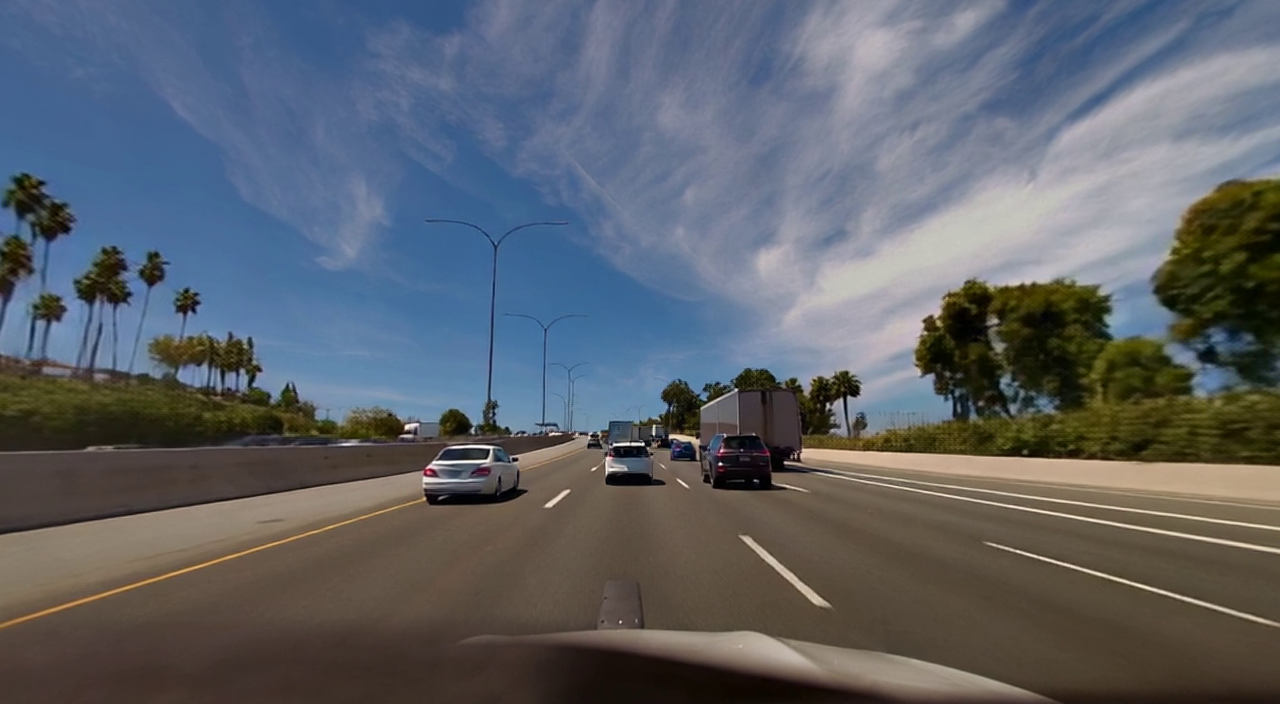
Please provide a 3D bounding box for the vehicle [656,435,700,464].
[{"bbox_3d":[2.492,6.625,42.965,2.476,1.843,5.652,0,-8,-1],"label":"vehicle"}]

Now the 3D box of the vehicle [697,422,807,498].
[{"bbox_3d":[3.011,3.042,18.075,2.173,1.870,4.499,0,-8,-2],"label":"vehicle"}]

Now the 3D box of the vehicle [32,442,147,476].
[{"bbox_3d":[-30.434,5.887,35.053,2.150,1.728,4.872,0,-8,-3],"label":"vehicle"}]

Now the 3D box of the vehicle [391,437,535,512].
[{"bbox_3d":[-3.784,2.684,14.385,1.998,1.423,4.436,0,-8,0],"label":"vehicle"}]

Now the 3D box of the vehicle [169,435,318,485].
[{"bbox_3d":[-15.686,4.290,25.452,2.476,1.741,5.764,0,-8,-3],"label":"vehicle"}]

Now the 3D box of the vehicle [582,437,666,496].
[{"bbox_3d":[-0.437,3.194,18.004,2.136,1.470,3.971,0,-8,-1],"label":"vehicle"}]
